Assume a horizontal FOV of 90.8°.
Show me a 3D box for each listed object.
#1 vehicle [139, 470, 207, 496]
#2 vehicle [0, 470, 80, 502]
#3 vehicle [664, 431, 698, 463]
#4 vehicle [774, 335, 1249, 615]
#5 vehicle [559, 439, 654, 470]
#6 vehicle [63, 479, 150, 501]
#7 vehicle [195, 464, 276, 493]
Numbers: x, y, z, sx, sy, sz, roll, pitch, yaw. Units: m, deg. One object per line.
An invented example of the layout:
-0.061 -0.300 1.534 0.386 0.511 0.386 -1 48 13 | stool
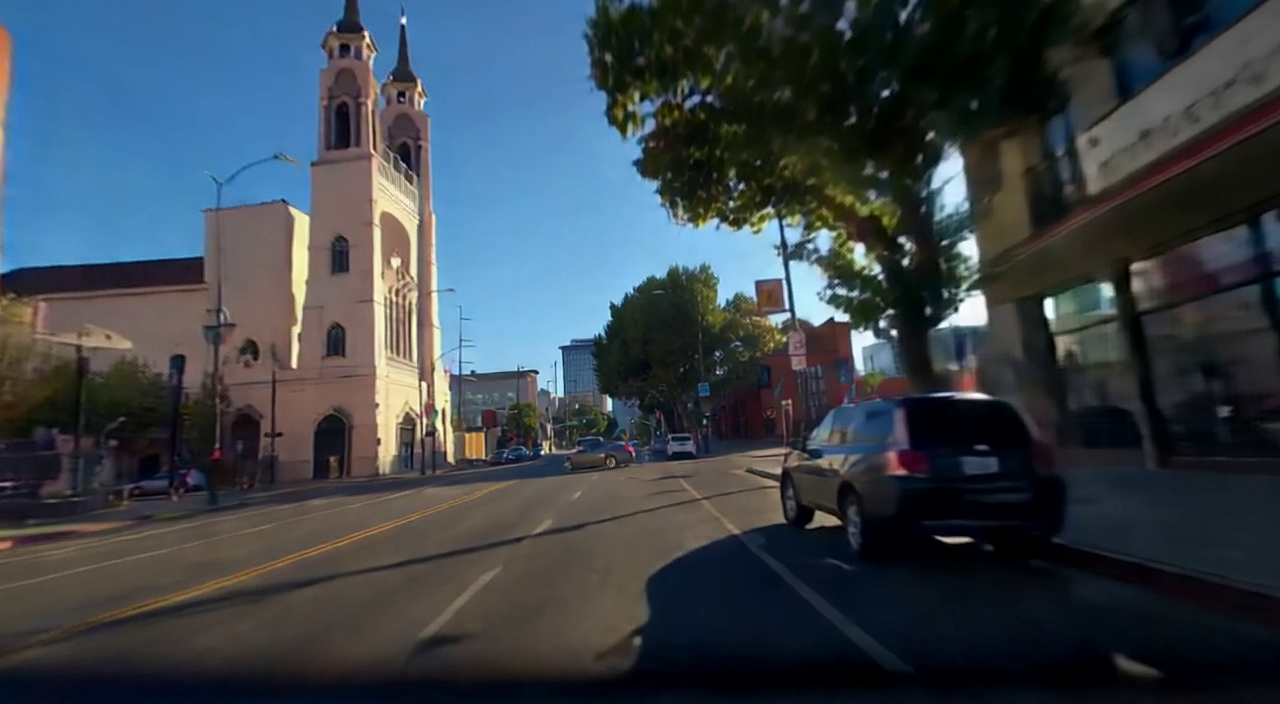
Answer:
-33.475 9.365 45.314 3.529 1.661 1.695 0 -6 0 | vehicle
-43.525 9.622 45.439 4.483 2.156 1.967 0 -9 0 | vehicle
2.730 6.397 42.746 2.074 2.041 5.045 0 -8 1 | vehicle
3.315 1.288 7.521 2.269 2.046 5.649 0 -8 1 | vehicle
-1.642 5.149 31.972 4.620 1.476 1.881 7 -11 -40 | vehicle
-37.941 9.807 45.002 4.533 1.449 1.771 0 -9 -2 | vehicle
-28.834 9.005 45.125 4.439 1.661 2.071 -2 -5 -4 | vehicle
